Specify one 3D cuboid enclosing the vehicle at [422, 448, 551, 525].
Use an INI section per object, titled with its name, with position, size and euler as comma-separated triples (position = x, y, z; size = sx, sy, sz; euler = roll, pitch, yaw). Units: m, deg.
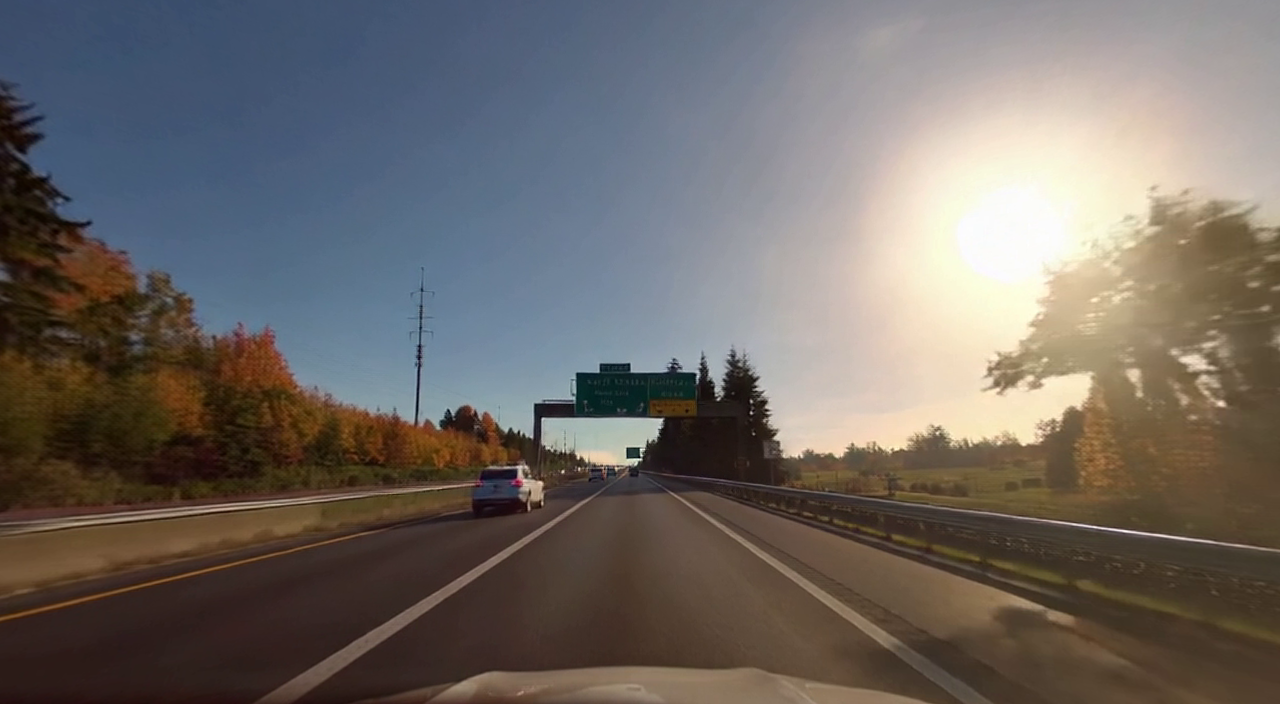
[vehicle]
position = -4.150, 3.816, 18.308
size = 2.254, 1.809, 5.839
euler = 1, -10, 0
